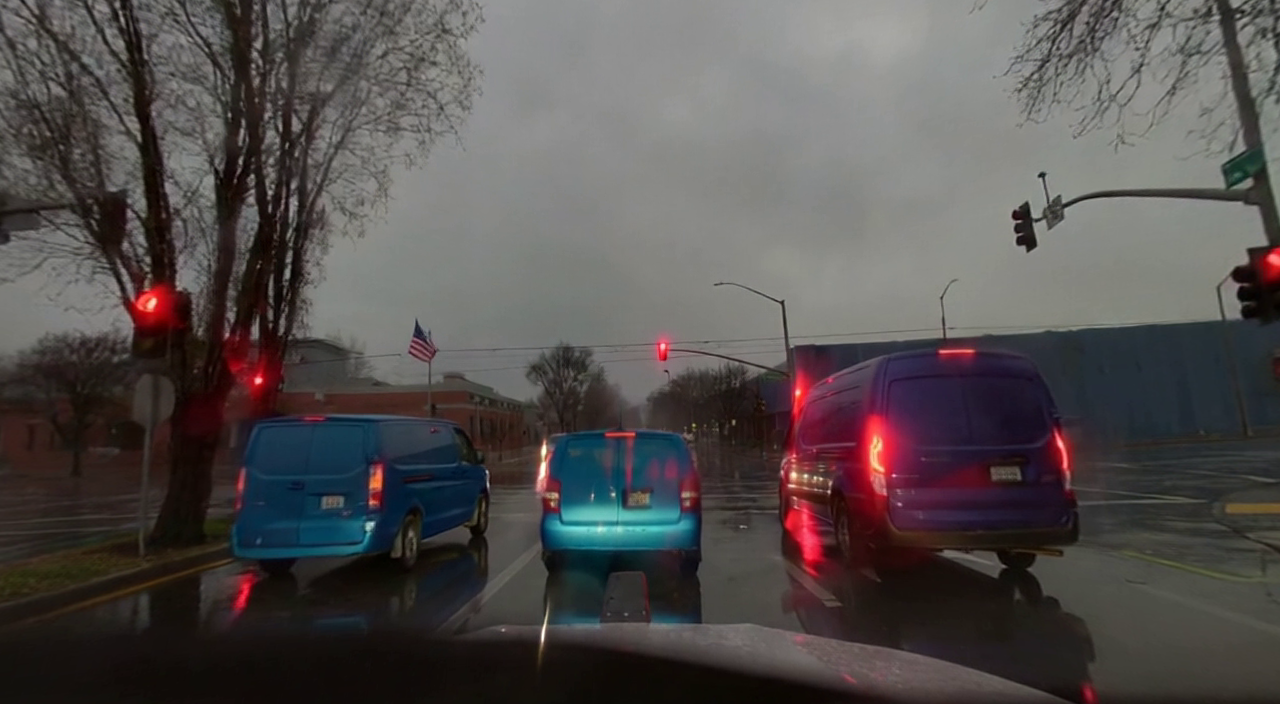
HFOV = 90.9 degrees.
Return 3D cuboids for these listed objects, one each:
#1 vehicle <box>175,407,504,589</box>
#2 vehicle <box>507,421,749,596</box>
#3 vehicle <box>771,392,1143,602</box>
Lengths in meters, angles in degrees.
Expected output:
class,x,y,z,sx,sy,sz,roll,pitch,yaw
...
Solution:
class,x,y,z,sx,sy,sz,roll,pitch,yaw
vehicle,-3.269,1.666,7.973,2.024,1.677,3.998,0,-9,3
vehicle,-0.134,1.670,7.600,2.098,1.494,4.118,0,-9,-1
vehicle,3.109,1.543,7.548,2.178,1.746,4.400,0,-9,1
